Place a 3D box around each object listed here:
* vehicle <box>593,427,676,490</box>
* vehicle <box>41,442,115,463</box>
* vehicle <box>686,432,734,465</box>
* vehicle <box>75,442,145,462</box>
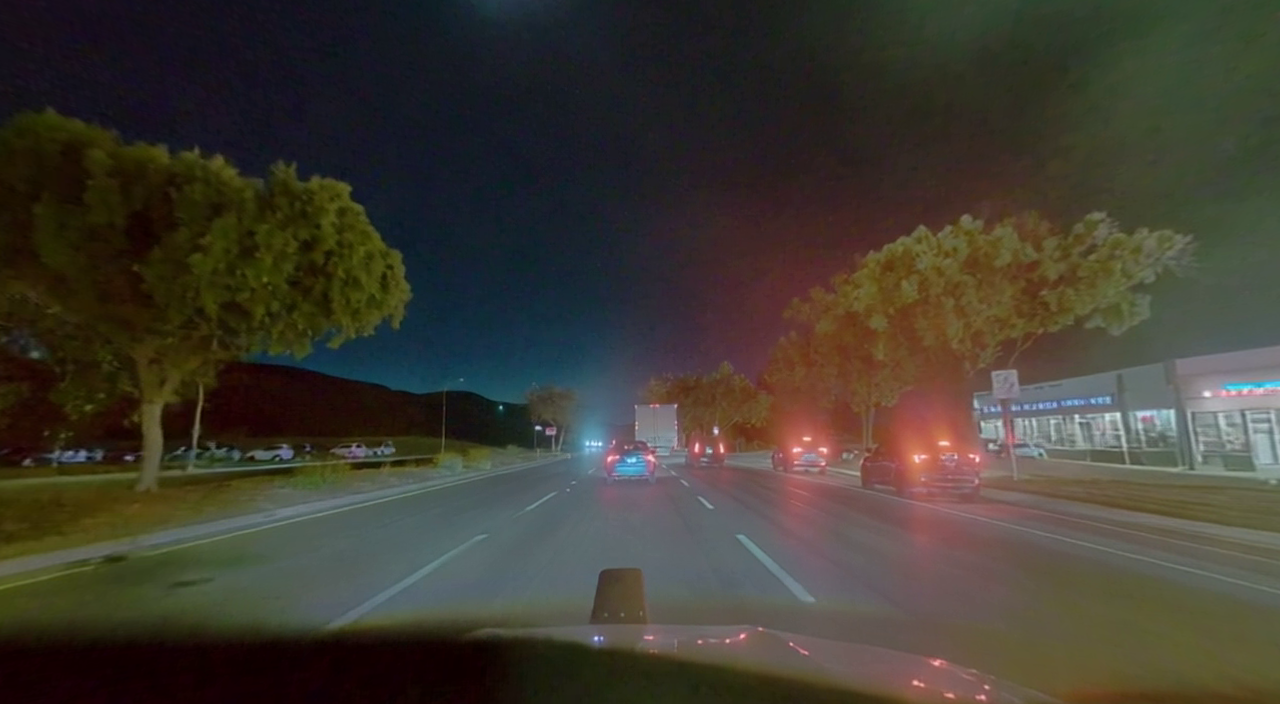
[{"bbox_3d":[-0.174,3.078,18.462,2.193,1.651,3.946,0,-8,-1],"label":"vehicle"},{"bbox_3d":[-36.887,6.607,41.270,3.245,1.338,1.536,4,-9,-25],"label":"vehicle"},{"bbox_3d":[3.727,5.214,34.151,2.088,1.655,4.360,0,-8,-1],"label":"vehicle"},{"bbox_3d":[-37.249,7.010,44.184,3.325,1.360,1.590,3,-9,-22],"label":"vehicle"}]
